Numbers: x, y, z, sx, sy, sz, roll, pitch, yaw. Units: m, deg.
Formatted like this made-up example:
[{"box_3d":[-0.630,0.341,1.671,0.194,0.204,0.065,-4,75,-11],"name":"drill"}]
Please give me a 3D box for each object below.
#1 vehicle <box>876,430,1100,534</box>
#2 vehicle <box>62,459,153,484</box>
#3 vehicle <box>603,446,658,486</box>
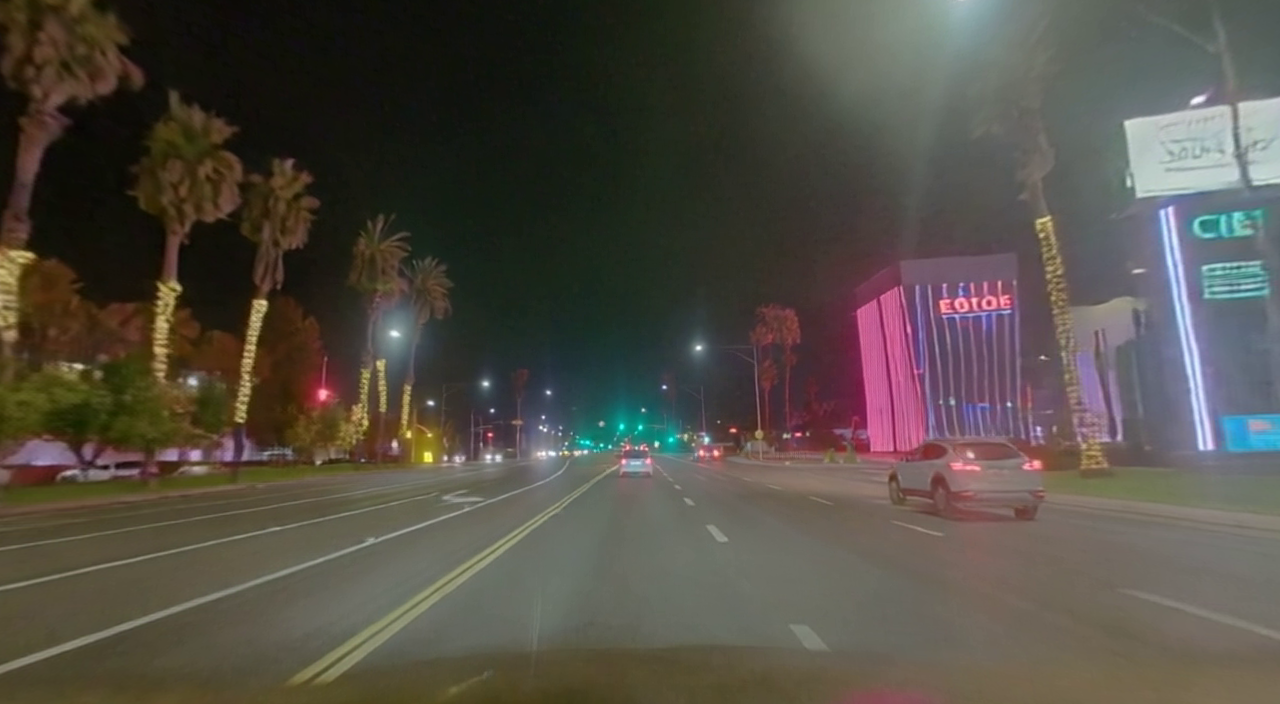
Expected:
[{"box_3d":[6.305,2.365,12.038,1.949,1.647,3.894,0,-9,-2],"name":"vehicle"},{"box_3d":[-33.550,7.526,39.733,3.986,1.432,1.885,0,-9,0],"name":"vehicle"},{"box_3d":[-0.348,4.376,24.395,1.970,1.402,3.756,0,-8,0],"name":"vehicle"}]
